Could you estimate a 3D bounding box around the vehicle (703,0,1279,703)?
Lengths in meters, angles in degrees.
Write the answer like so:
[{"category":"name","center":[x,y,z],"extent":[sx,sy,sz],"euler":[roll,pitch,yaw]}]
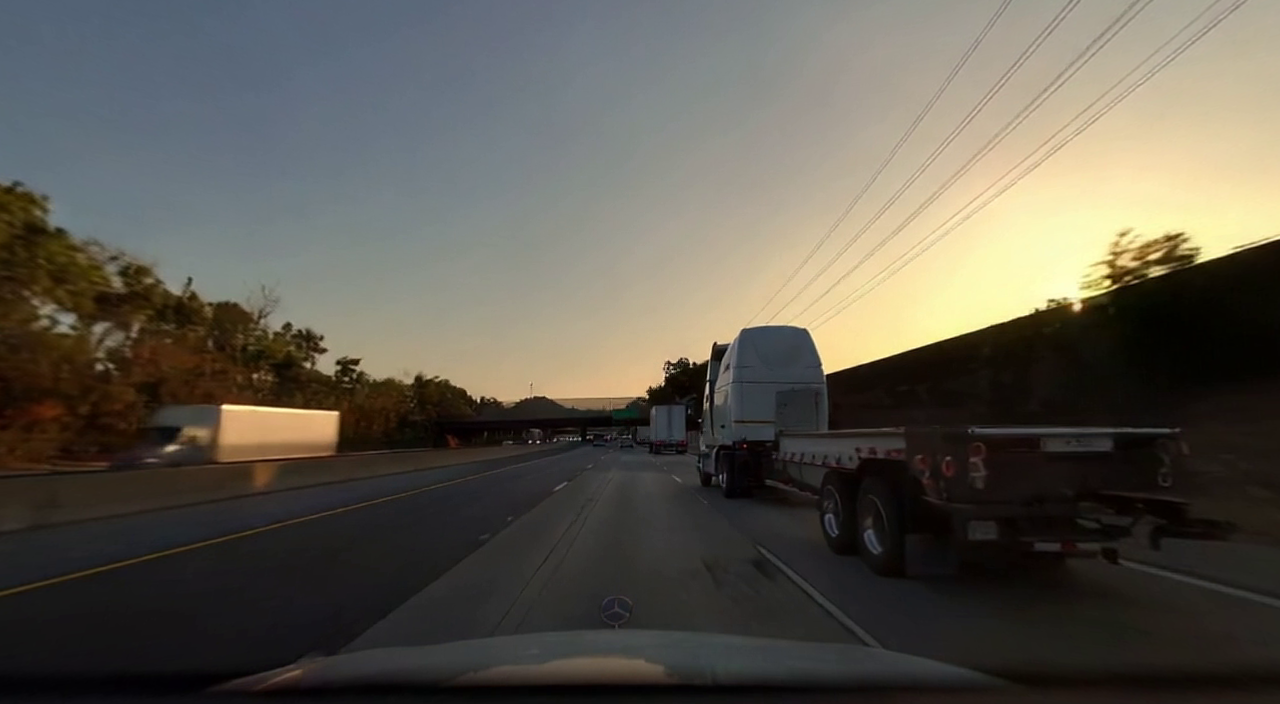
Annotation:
[{"category":"vehicle","center":[3.329,0.464,9.091],"extent":[2.905,4.080,14.157],"euler":[0,-8,-2]}]
